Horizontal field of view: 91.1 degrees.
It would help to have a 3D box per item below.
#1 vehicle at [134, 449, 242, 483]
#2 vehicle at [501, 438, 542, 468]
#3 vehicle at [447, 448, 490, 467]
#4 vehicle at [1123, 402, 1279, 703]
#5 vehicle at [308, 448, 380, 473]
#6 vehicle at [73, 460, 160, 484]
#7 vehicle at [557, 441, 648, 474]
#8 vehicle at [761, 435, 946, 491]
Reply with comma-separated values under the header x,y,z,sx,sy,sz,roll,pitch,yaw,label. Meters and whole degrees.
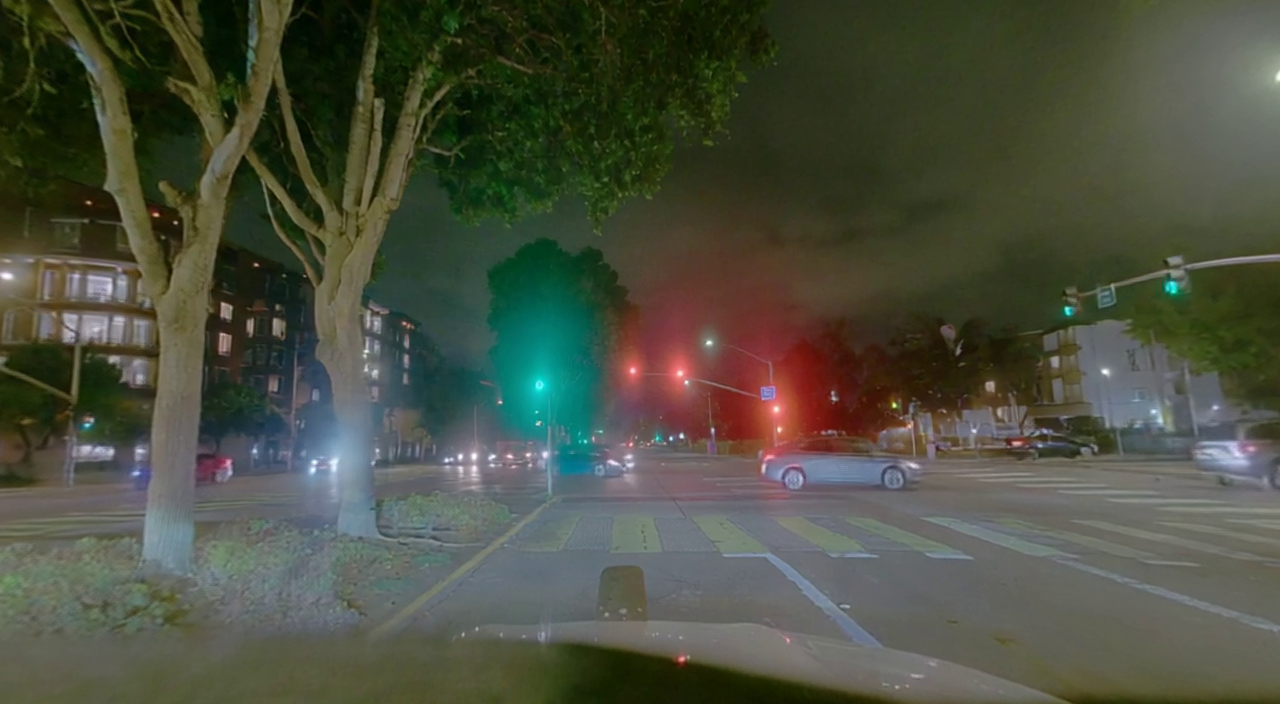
x,y,z,sx,sy,sz,roll,pitch,yaw,label
-21.694,5.456,30.423,1.853,1.456,4.531,0,-8,0,vehicle
-7.792,6.545,40.857,2.276,1.842,4.958,2,-9,-14,vehicle
-12.679,7.787,46.642,1.921,1.304,4.050,0,-8,1,vehicle
3.095,0.655,0.420,1.990,1.454,4.490,0,-8,1,vehicle
-18.385,6.749,39.299,2.203,1.471,4.723,0,-8,0,vehicle
-33.010,7.515,39.633,1.648,1.330,3.857,-7,-11,39,vehicle
-1.973,5.224,31.417,2.006,1.515,5.017,7,-11,-39,vehicle
6.066,3.139,18.088,4.719,1.449,2.026,-3,-9,21,vehicle
